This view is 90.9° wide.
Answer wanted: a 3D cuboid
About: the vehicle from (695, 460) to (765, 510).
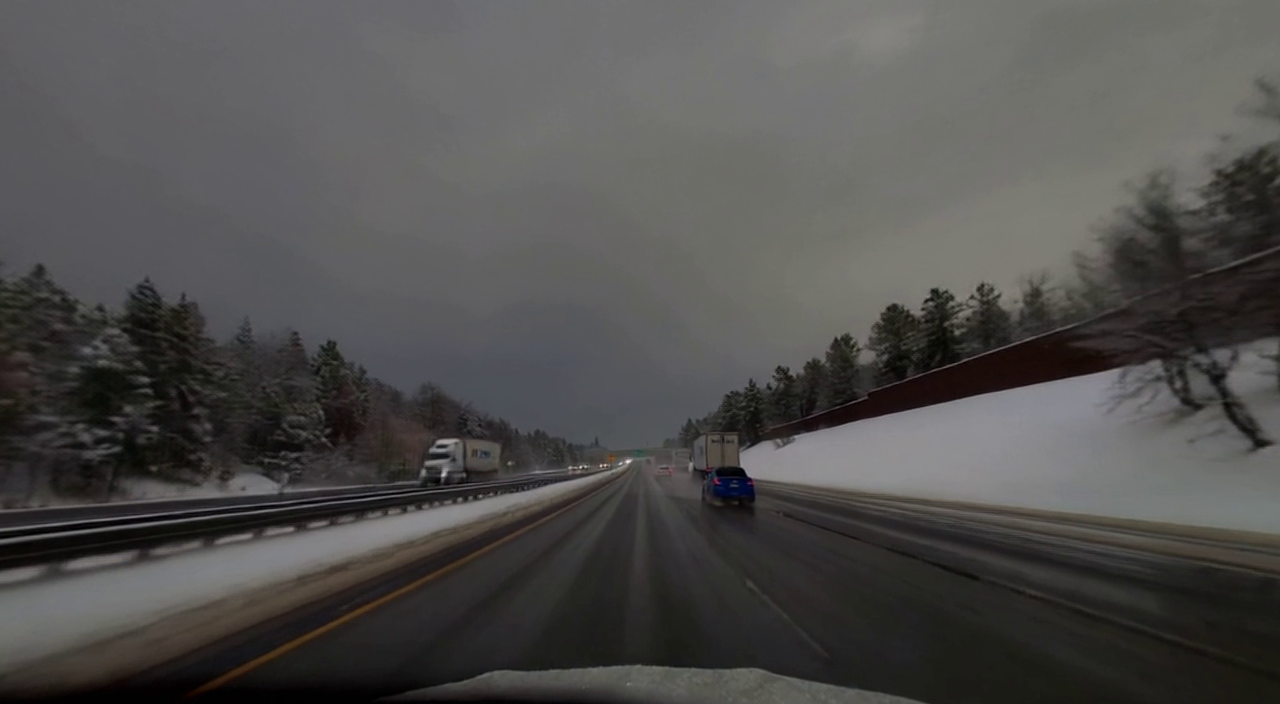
[{"bbox_3d":[3.140,4.730,22.725,2.011,1.574,3.512,2,-10,0],"label":"vehicle"}]
